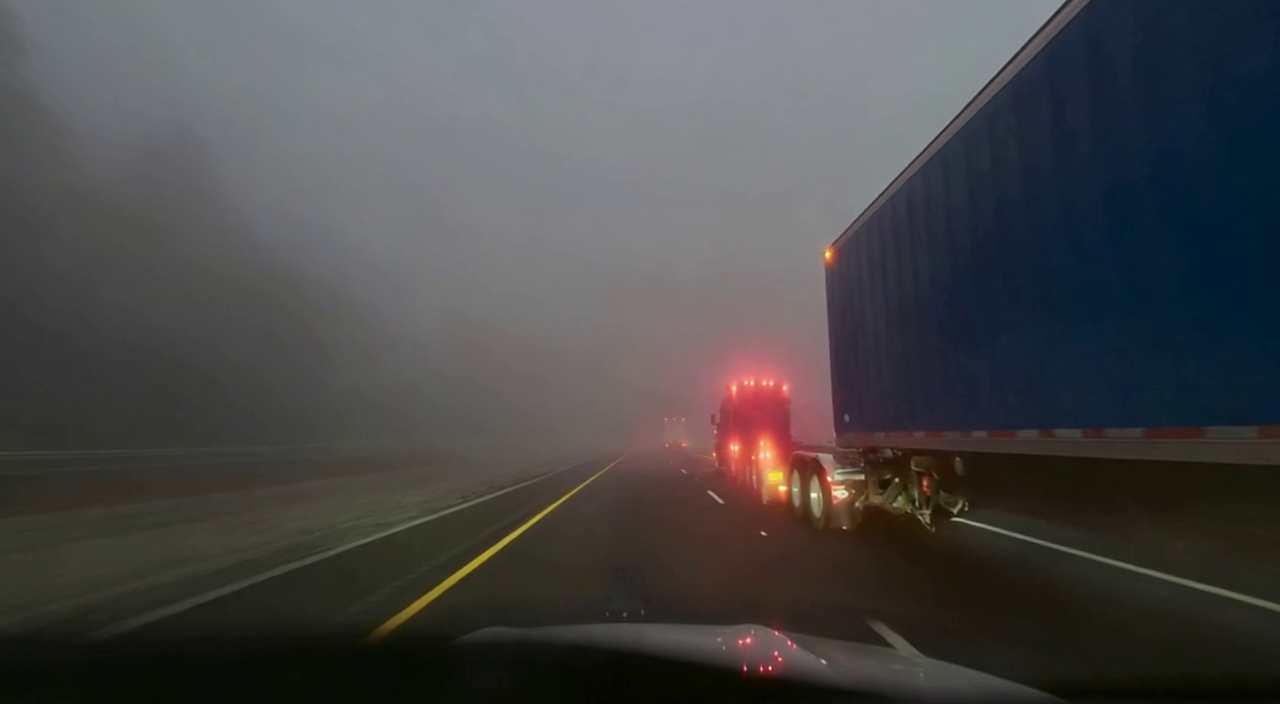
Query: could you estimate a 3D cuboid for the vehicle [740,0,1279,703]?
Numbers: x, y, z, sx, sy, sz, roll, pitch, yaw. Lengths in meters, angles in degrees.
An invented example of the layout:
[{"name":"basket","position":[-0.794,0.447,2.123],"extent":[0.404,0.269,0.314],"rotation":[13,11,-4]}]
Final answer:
[{"name":"vehicle","position":[4.065,0.279,7.057],"extent":[2.976,4.114,16.788],"rotation":[0,-8,-1]}]
